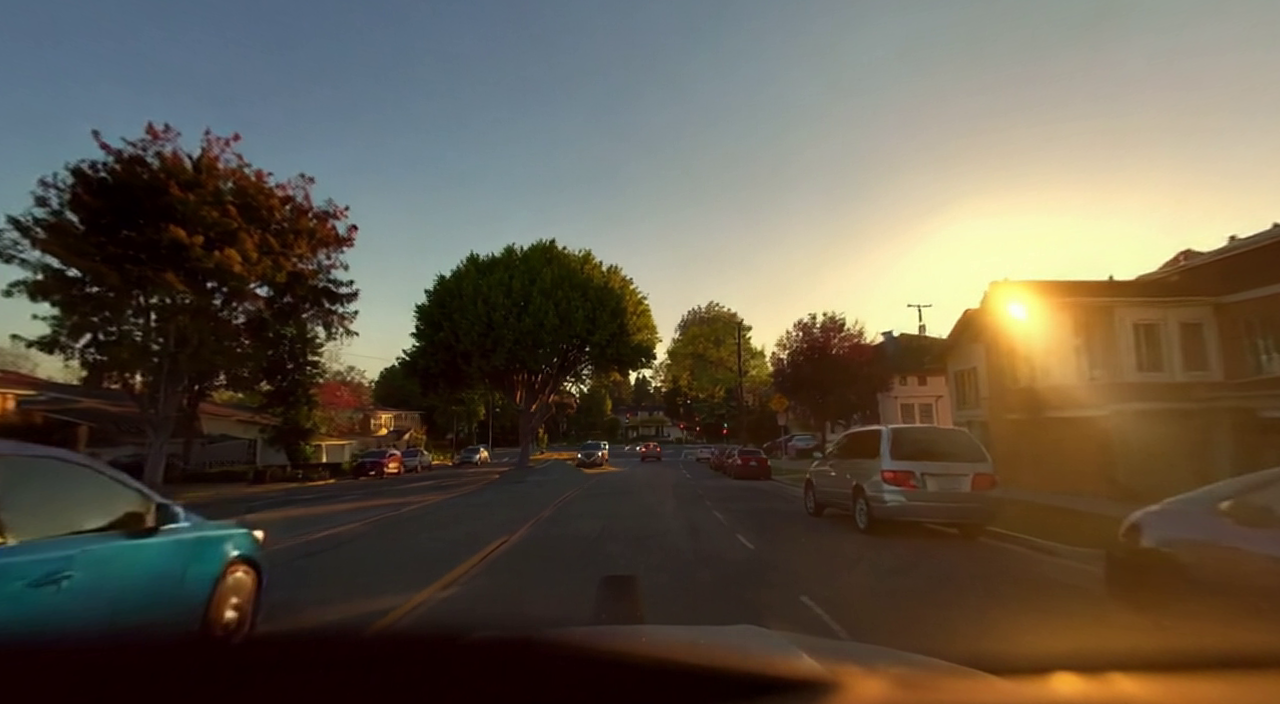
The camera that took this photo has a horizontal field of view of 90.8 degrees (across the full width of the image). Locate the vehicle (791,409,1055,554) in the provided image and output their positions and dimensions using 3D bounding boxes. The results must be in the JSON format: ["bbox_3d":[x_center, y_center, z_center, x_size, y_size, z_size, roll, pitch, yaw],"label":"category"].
[{"bbox_3d":[4.064,1.943,10.155,2.069,1.780,4.480,0,-9,-1],"label":"vehicle"}]

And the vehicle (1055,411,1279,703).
[{"bbox_3d":[3.949,0.895,2.135,1.956,1.468,4.524,0,-9,-1],"label":"vehicle"}]

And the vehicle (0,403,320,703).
[{"bbox_3d":[-3.485,0.978,2.524,2.069,1.510,4.325,0,-9,1],"label":"vehicle"}]

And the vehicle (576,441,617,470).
[{"bbox_3d":[-2.418,5.871,35.965,1.986,1.508,4.261,0,-9,0],"label":"vehicle"}]

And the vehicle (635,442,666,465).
[{"bbox_3d":[0.703,7.043,44.050,2.081,1.475,4.361,0,-9,0],"label":"vehicle"}]

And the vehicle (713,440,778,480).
[{"bbox_3d":[4.274,4.436,26.241,1.964,1.485,4.454,0,-9,1],"label":"vehicle"}]
